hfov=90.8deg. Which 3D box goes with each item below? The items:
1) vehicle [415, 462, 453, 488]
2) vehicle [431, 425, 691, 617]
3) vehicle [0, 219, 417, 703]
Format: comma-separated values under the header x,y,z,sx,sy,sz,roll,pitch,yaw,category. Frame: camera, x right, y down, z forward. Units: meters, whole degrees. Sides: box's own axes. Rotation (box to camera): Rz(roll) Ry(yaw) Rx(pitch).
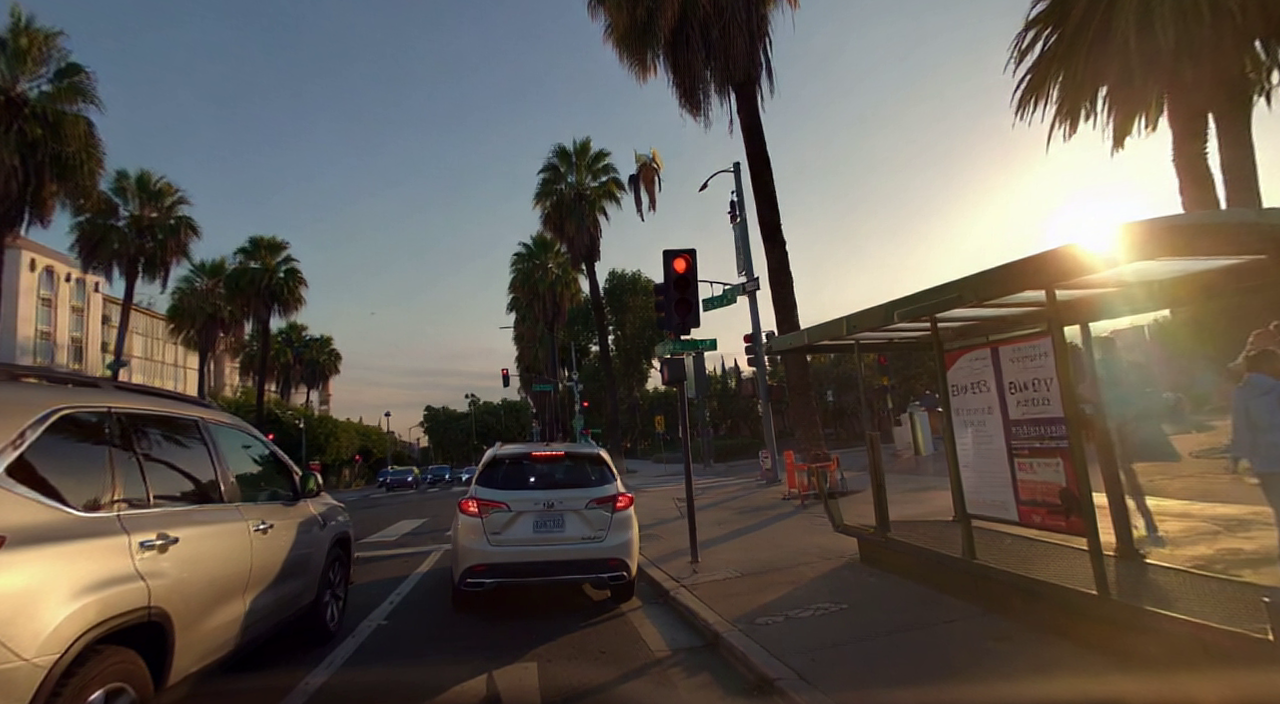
x,y,z,sx,sy,sz,roll,pitch,yaw,category
-14.623,8.688,44.989,1.964,1.642,4.085,1,-9,-10,vehicle
-1.014,1.651,7.233,2.065,1.467,4.289,2,-9,-11,vehicle
-2.766,0.907,3.227,2.098,1.851,4.571,1,-9,-7,vehicle
